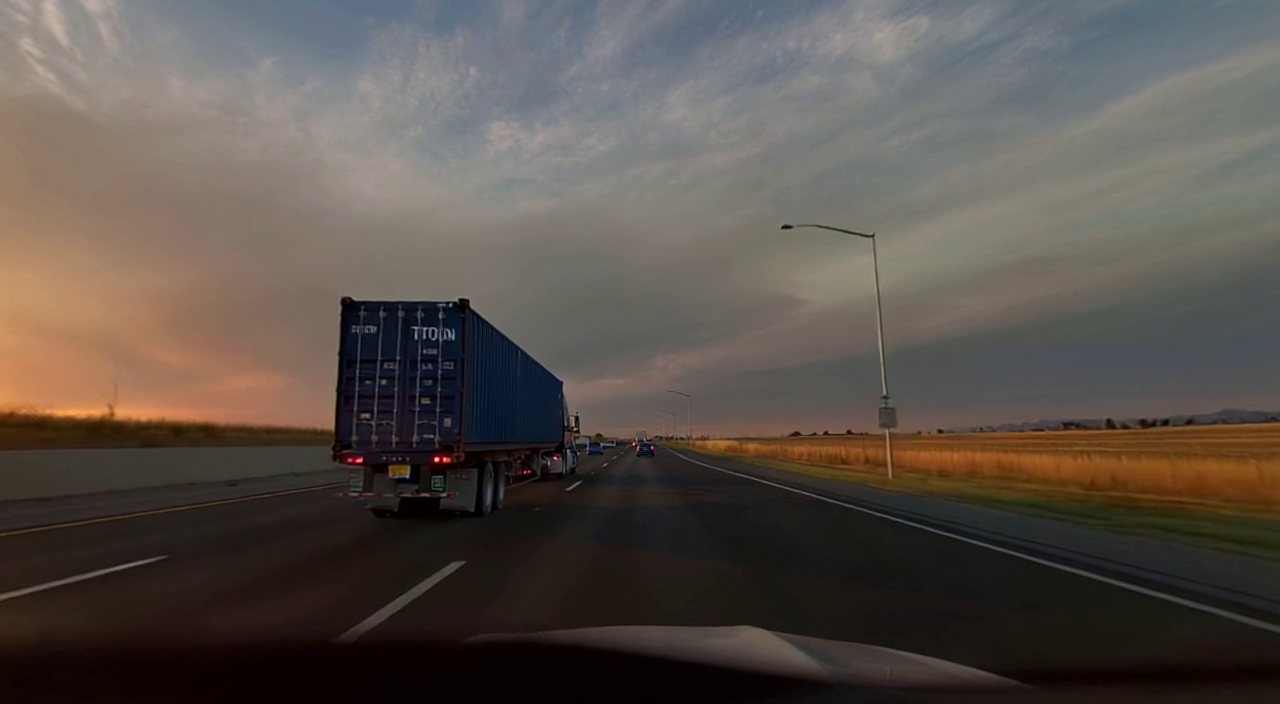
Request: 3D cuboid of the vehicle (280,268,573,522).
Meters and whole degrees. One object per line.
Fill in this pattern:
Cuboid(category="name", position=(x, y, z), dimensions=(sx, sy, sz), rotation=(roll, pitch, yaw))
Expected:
Cuboid(category="vehicle", position=(-4.052, 1.596, 16.677), dimensions=(2.840, 4.032, 13.388), rotation=(0, -8, 1))

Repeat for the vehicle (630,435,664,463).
Cuboid(category="vehicle", position=(0.442, 6.342, 41.483), dimensions=(2.136, 1.718, 4.157), rotation=(0, -8, 0))
